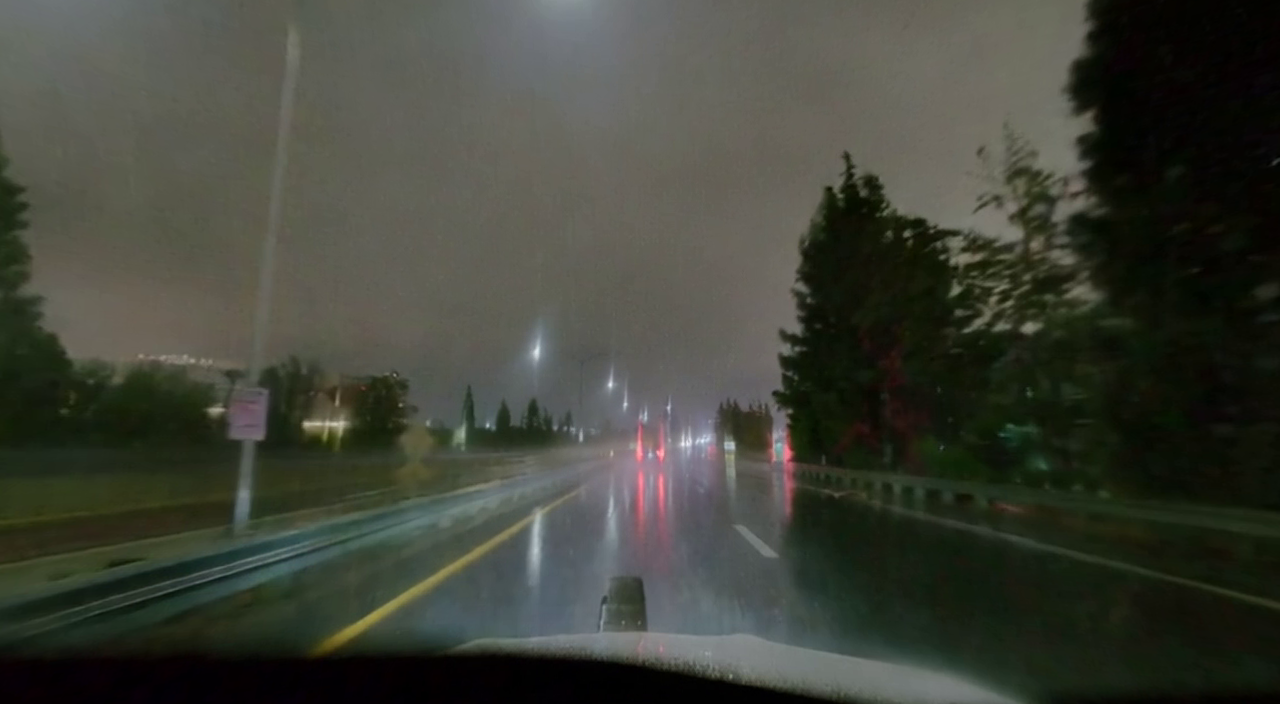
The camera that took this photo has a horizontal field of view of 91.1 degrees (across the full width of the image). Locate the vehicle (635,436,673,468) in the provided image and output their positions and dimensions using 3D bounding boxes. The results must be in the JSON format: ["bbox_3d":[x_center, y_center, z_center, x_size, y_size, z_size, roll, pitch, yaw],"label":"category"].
[{"bbox_3d":[1.095,7.292,45.858,2.546,2.126,5.153,-1,-9,4],"label":"vehicle"}]
